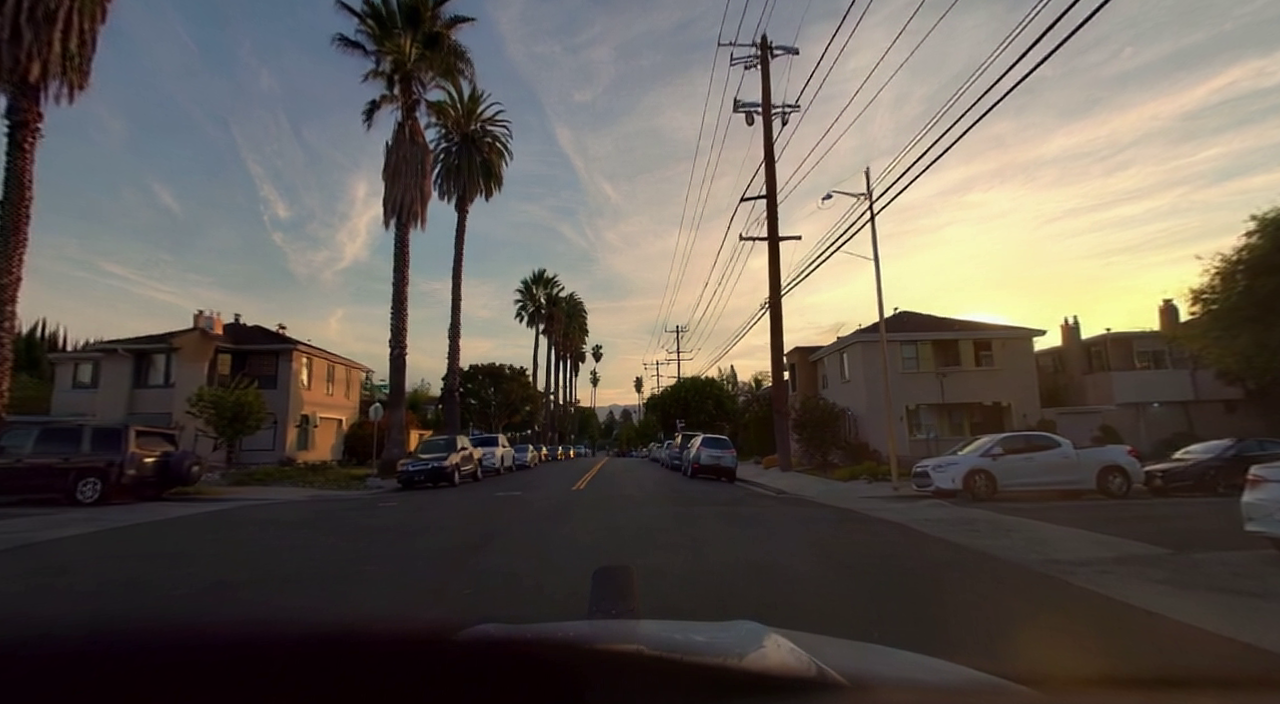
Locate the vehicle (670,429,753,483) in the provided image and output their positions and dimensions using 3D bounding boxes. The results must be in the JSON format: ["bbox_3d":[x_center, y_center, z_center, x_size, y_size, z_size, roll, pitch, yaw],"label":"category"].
[{"bbox_3d":[2.711,4.168,25.588,2.505,1.895,5.805,1,-9,-2],"label":"vehicle"}]

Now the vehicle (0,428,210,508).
[{"bbox_3d":[-14.779,2.953,16.067,5.847,1.766,2.392,-1,-9,-2],"label":"vehicle"}]

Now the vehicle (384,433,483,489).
[{"bbox_3d":[-6.949,3.720,21.834,2.198,1.724,4.493,1,-9,-5],"label":"vehicle"}]

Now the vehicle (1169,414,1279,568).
[{"bbox_3d":[8.990,1.562,7.129,4.181,1.638,2.015,0,-9,-1],"label":"vehicle"}]

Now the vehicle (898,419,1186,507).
[{"bbox_3d":[10.303,2.876,16.574,5.971,1.967,2.385,-1,-9,-5],"label":"vehicle"}]

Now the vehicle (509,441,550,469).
[{"bbox_3d":[-7.821,7.316,45.133,2.178,1.865,4.658,1,-9,-2],"label":"vehicle"}]
